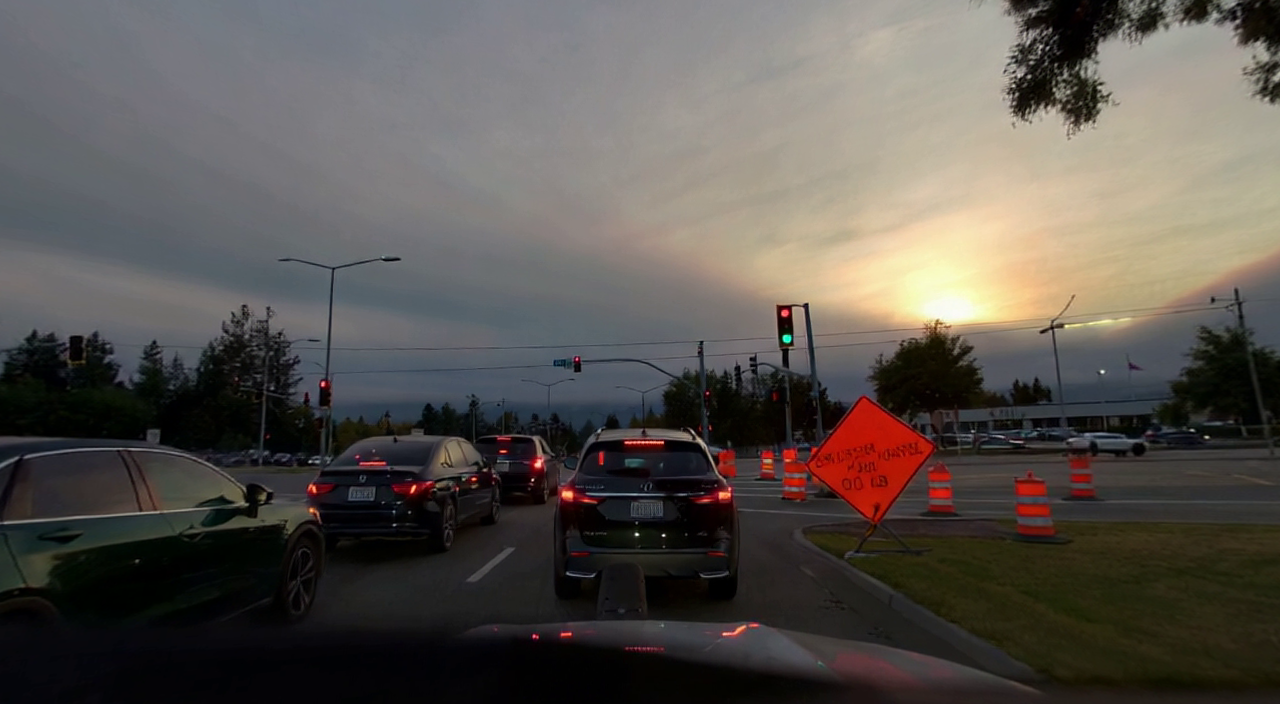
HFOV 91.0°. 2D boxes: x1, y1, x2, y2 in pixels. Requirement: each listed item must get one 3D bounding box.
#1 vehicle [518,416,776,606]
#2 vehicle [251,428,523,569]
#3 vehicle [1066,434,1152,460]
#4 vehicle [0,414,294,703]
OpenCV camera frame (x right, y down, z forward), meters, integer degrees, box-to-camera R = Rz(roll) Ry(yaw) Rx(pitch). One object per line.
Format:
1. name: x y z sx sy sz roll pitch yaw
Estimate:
1. vehicle: 0.097 1.620 7.218 2.167 1.560 3.676 0 -9 1
2. vehicle: -3.283 1.998 9.445 1.989 1.541 4.626 0 -9 2
3. vehicle: 30.374 6.162 40.878 4.051 1.583 1.794 0 -9 1
4. vehicle: -3.594 0.942 2.152 2.064 1.497 4.722 0 -9 1
